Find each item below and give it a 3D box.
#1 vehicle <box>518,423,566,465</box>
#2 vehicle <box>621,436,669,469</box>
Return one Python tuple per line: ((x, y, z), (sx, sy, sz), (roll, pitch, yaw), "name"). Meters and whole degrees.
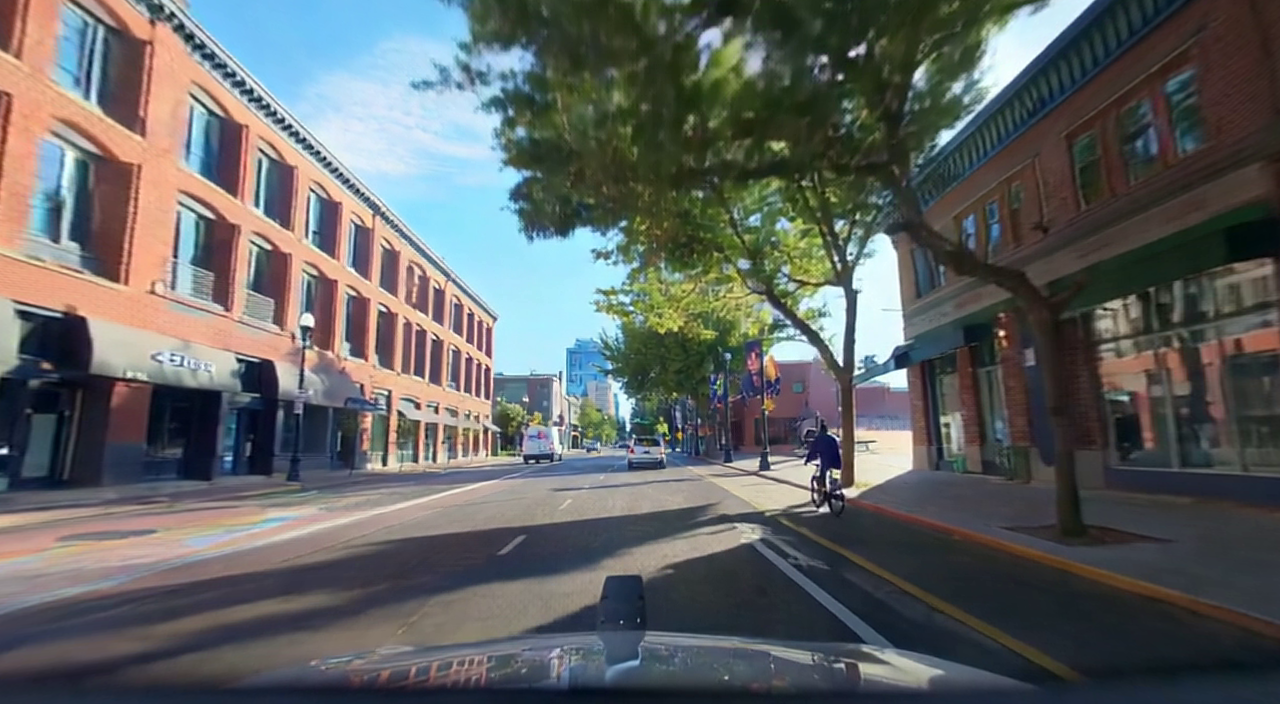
((-6.599, 6.245, 43.059), (2.418, 2.620, 5.522), (-1, -8, 0), "vehicle")
((0.300, 5.220, 32.935), (2.356, 1.572, 4.810), (0, -8, 1), "vehicle")
